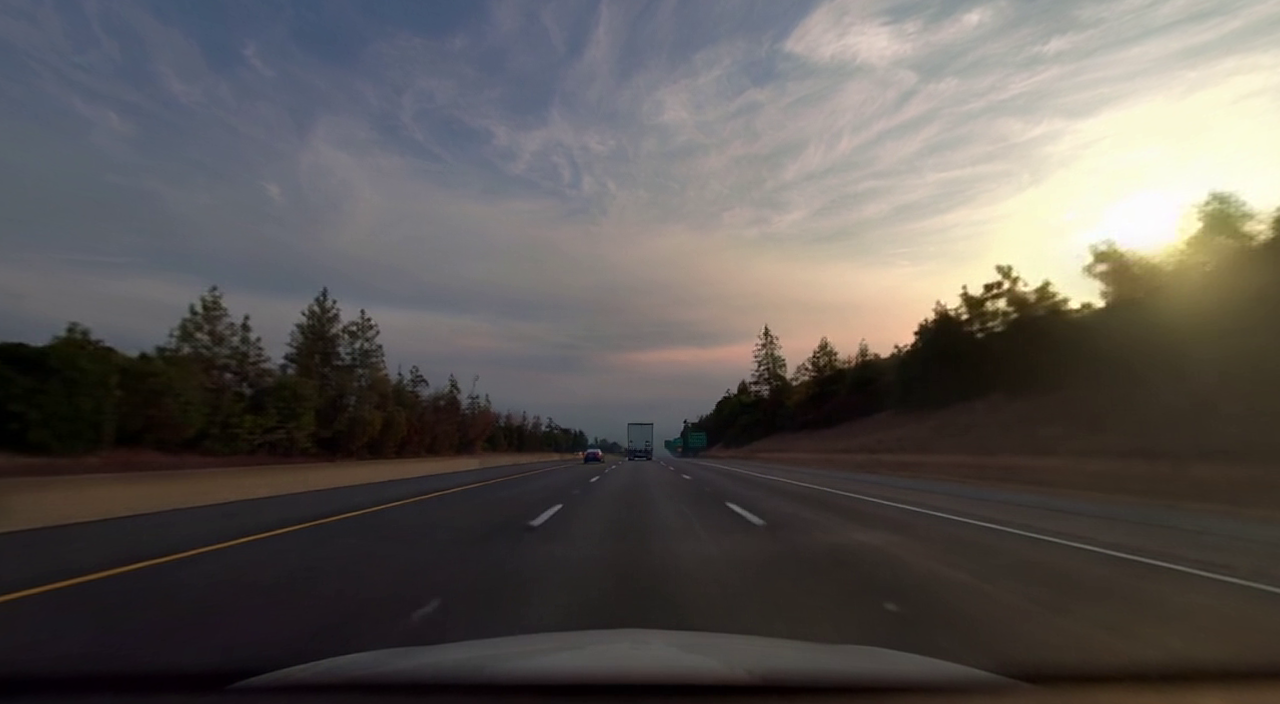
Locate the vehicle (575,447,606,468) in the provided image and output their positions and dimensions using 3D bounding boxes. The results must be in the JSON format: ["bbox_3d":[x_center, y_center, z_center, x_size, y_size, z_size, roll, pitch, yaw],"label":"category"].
[{"bbox_3d":[-3.564,7.682,46.122,1.955,1.438,4.100,0,-9,-1],"label":"vehicle"}]
